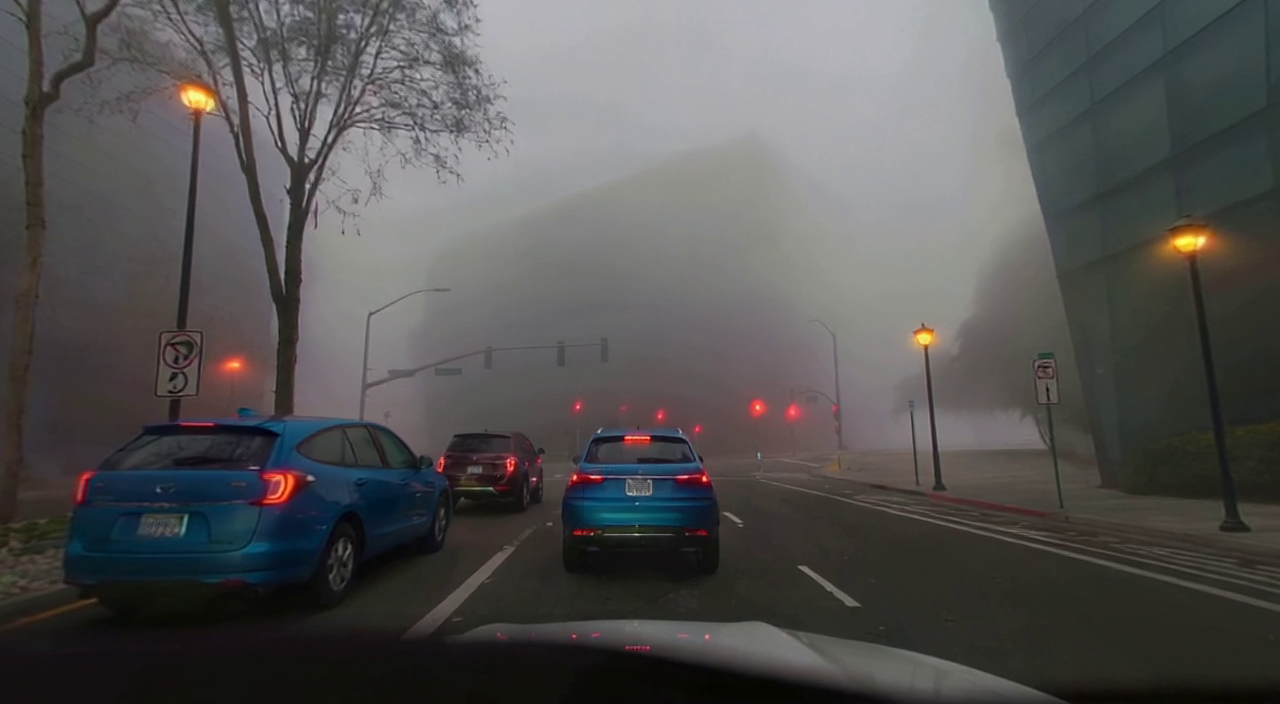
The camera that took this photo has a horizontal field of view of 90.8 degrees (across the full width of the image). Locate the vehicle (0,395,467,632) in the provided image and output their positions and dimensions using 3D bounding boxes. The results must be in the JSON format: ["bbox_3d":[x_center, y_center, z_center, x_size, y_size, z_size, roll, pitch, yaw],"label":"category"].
[{"bbox_3d":[-3.562,1.483,6.808,2.083,1.691,4.398,0,-8,1],"label":"vehicle"}]

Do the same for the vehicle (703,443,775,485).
[{"bbox_3d":[3.714,4.261,24.456,2.082,1.445,4.426,0,-8,0],"label":"vehicle"}]

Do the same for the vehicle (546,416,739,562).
[{"bbox_3d":[0.005,1.881,9.402,2.207,1.659,4.155,0,-8,-1],"label":"vehicle"}]

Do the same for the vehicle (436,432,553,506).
[{"bbox_3d":[-3.620,2.992,16.586,2.068,1.678,4.199,0,-8,0],"label":"vehicle"}]
